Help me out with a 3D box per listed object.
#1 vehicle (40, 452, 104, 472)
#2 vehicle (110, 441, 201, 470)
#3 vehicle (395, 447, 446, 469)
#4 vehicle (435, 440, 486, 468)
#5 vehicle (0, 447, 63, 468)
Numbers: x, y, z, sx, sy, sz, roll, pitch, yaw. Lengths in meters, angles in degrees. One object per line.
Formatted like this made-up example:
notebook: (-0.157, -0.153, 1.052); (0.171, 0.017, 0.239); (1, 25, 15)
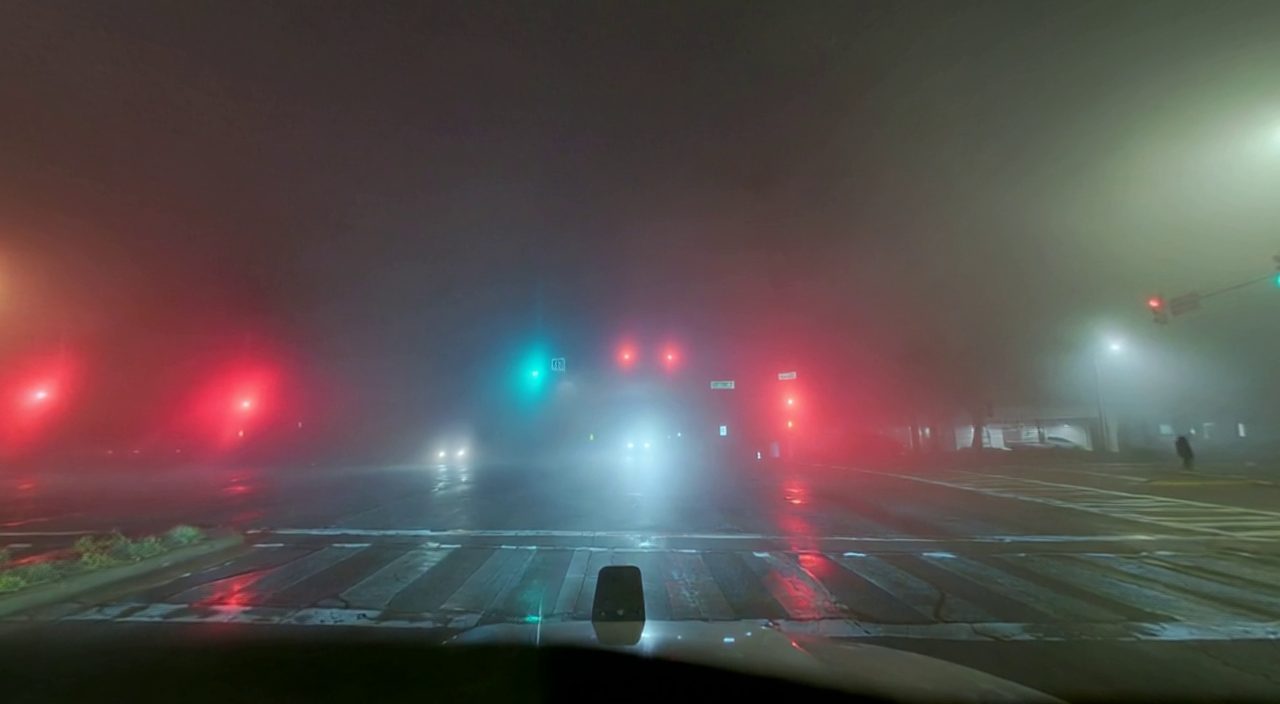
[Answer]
vehicle: (-41.558, 8.036, 46.304); (1.552, 1.339, 3.340); (-2, -9, -1)
vehicle: (-34.885, 7.424, 45.756); (2.204, 1.955, 5.518); (0, -8, 0)
vehicle: (-15.484, 7.449, 44.797); (2.056, 1.450, 4.343); (0, -8, 0)
vehicle: (-11.937, 6.799, 42.326); (2.080, 1.763, 4.341); (0, -8, 0)
vehicle: (-45.239, 7.767, 46.613); (1.858, 1.467, 3.624); (0, -8, 0)
